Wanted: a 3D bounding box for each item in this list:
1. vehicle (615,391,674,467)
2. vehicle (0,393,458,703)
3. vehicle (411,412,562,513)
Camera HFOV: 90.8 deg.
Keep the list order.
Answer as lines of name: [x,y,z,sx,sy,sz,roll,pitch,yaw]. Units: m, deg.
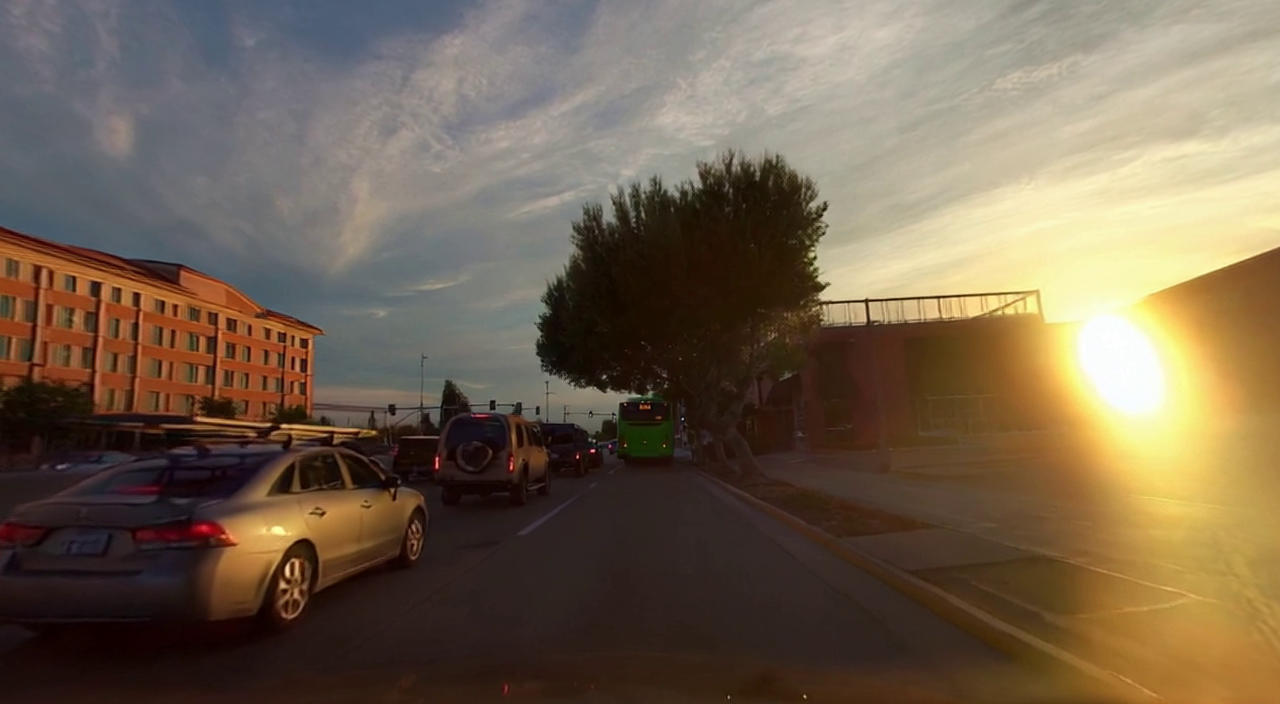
vehicle: [0.330,4.812,38.053,2.970,3.857,12.200,0,-9,1]
vehicle: [-3.290,1.328,5.408,2.042,1.571,4.475,0,-9,1]
vehicle: [-3.213,2.467,14.519,2.095,1.892,5.043,0,-9,1]
